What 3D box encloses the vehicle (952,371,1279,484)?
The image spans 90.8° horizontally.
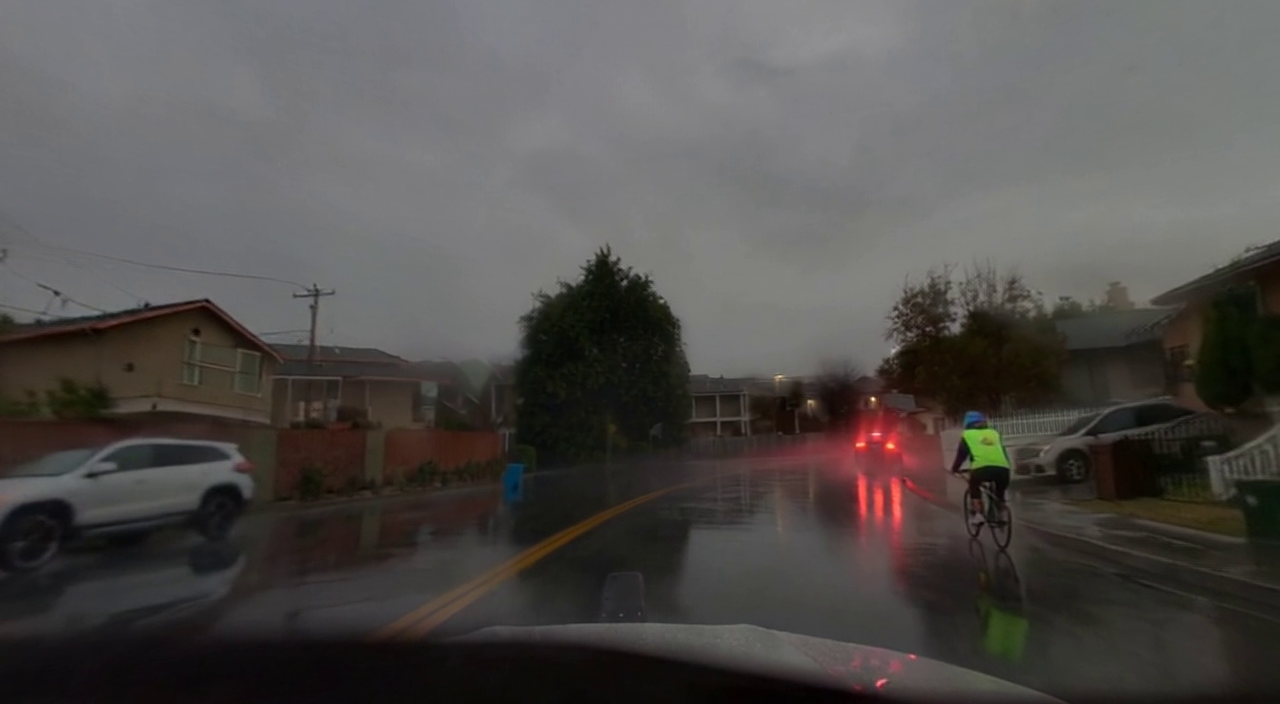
[{"bbox_3d":[11.372,1.890,15.397,6.099,1.973,2.450,-7,-9,9],"label":"vehicle"}]

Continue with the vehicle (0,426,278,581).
[{"bbox_3d":[-7.630,1.962,8.960,1.937,1.670,4.391,-1,-9,8],"label":"vehicle"}]

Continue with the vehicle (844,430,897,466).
[{"bbox_3d":[11.951,4.965,32.615,2.105,1.705,4.392,-4,-9,25],"label":"vehicle"}]
